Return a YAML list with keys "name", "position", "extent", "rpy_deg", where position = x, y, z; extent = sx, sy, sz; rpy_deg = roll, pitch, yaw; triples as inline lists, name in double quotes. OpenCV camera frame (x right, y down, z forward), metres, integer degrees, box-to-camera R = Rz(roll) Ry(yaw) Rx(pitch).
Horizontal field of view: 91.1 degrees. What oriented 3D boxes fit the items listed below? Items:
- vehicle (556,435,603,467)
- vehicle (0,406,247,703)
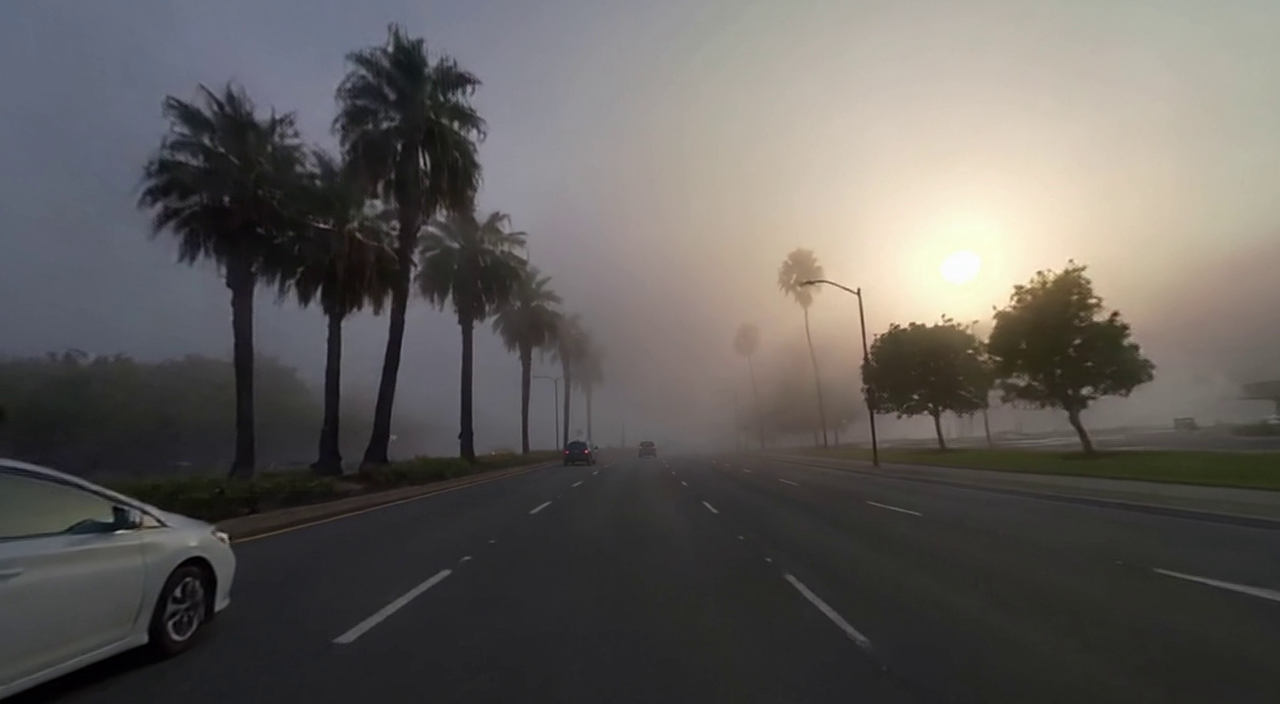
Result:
- name: "vehicle"
  position: [-3.611, 6.035, 38.385]
  extent: [2.188, 1.819, 4.667]
  rpy_deg: [0, -8, 3]
- name: "vehicle"
  position: [-3.560, 0.827, 1.573]
  extent: [2.036, 1.478, 4.771]
  rpy_deg: [0, -8, 0]
